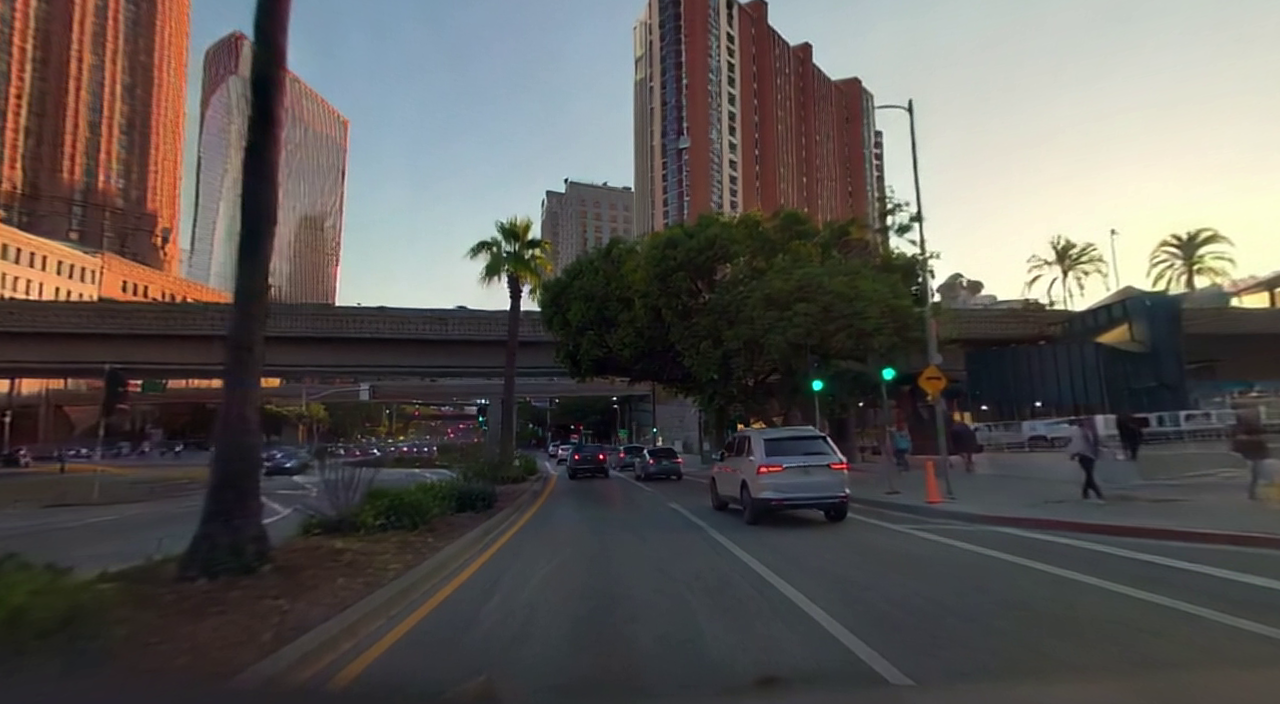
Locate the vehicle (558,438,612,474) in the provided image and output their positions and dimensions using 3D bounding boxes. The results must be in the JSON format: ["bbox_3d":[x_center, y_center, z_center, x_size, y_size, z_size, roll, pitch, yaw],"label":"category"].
[{"bbox_3d":[-2.846,5.195,31.712,2.332,1.625,4.933,1,-9,-9],"label":"vehicle"}]

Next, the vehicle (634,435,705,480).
[{"bbox_3d":[1.108,4.400,26.585,2.214,1.711,4.474,1,-9,-7],"label":"vehicle"}]

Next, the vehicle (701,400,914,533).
[{"bbox_3d":[2.799,2.117,12.214,2.407,1.991,5.130,0,-9,-4],"label":"vehicle"}]
